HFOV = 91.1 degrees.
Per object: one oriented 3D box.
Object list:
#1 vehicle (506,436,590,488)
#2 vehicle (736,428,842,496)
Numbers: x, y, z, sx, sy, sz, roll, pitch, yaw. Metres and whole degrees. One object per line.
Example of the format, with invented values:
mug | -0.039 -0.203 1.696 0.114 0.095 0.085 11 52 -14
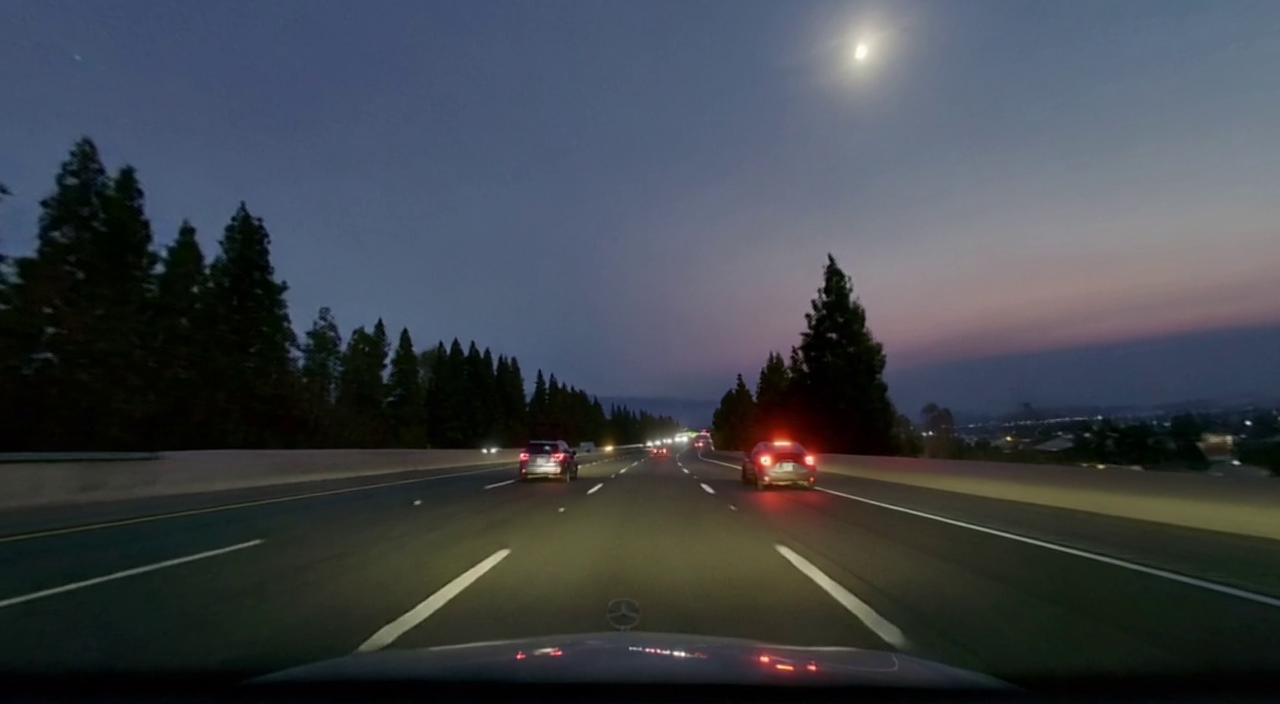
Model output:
vehicle | -3.085 3.808 22.006 2.166 1.608 4.297 0 -9 2
vehicle | 4.332 3.292 19.129 2.149 1.796 4.487 0 -9 0
